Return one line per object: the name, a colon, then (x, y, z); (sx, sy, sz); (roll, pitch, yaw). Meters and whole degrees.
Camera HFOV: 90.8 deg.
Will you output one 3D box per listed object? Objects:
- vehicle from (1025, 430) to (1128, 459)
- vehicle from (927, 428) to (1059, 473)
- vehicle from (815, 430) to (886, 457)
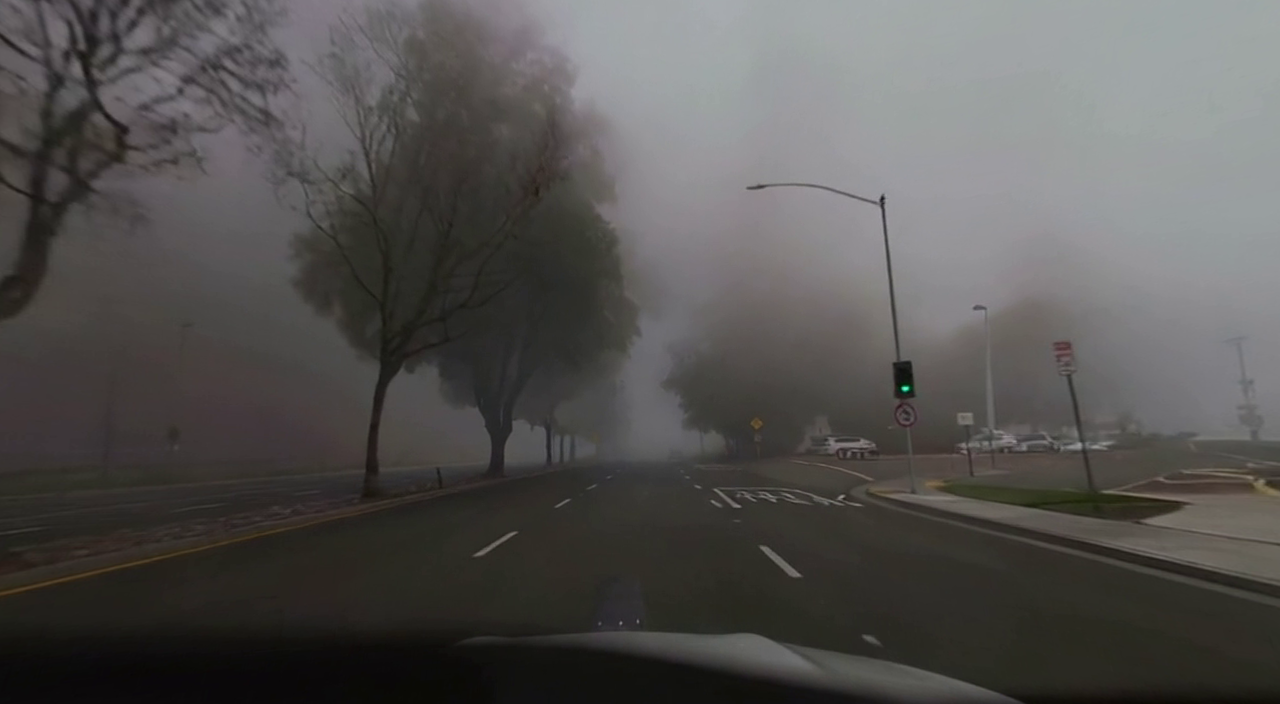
vehicle: (30.406, 6.504, 44.264); (5.556, 1.821, 2.068); (-6, -11, 27)
vehicle: (15.443, 4.322, 27.818); (4.543, 1.838, 2.127); (0, -9, -3)
vehicle: (15.563, 6.788, 46.605); (5.397, 1.879, 2.132); (7, -12, -36)
